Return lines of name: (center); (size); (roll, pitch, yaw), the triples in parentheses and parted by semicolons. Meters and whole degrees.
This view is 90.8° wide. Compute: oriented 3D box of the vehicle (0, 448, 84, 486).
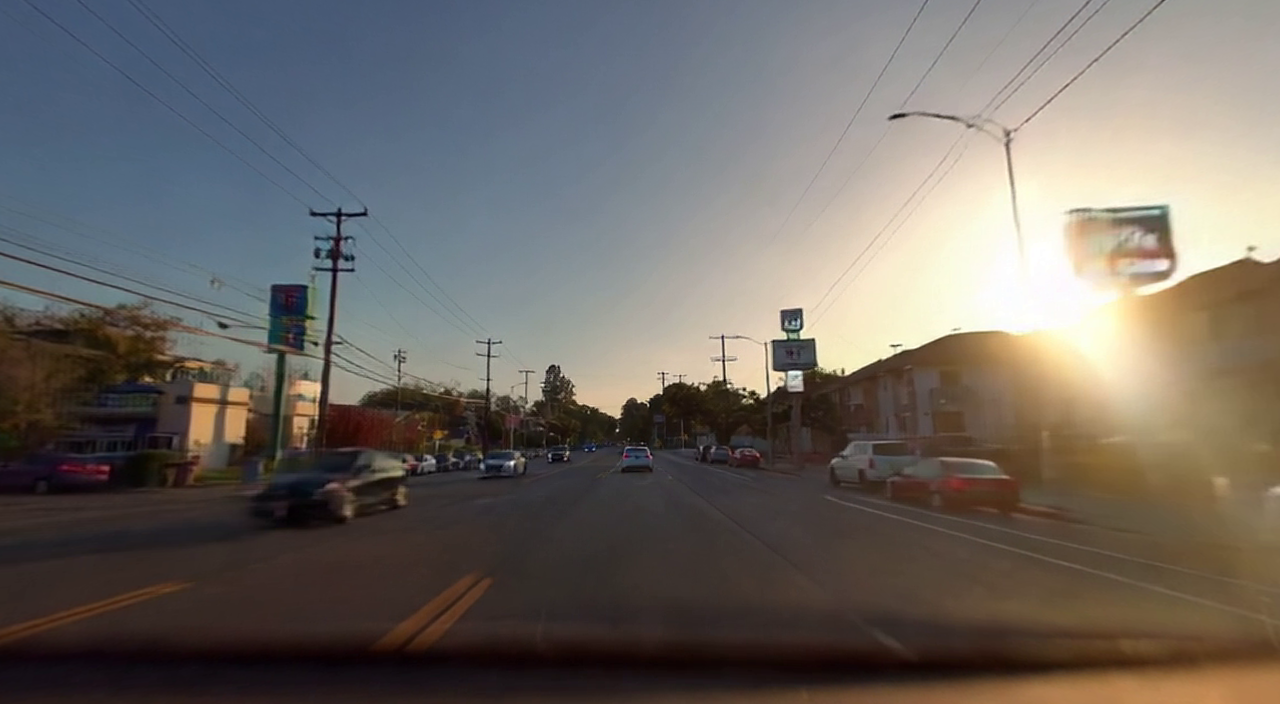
vehicle: (-30.683, 5.795, 32.118); (4.448, 1.788, 2.003); (-5, -9, 27)

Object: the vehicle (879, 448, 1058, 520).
vehicle: (7.806, 3.129, 15.656); (1.833, 1.475, 4.648); (0, -8, -2)

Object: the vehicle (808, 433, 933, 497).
vehicle: (7.732, 3.833, 21.909); (2.188, 1.903, 5.324); (0, -8, -2)

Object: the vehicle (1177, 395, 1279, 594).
vehicle: (7.727, 1.188, 4.625); (2.370, 2.022, 5.918); (0, -8, 0)

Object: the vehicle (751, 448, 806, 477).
vehicle: (7.696, 6.166, 35.617); (1.936, 1.479, 4.736); (0, -8, -1)

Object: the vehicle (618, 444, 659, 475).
vehicle: (-0.121, 5.676, 33.719); (2.067, 1.547, 4.513); (0, -8, -1)

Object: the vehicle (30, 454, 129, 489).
vehicle: (-26.243, 5.544, 29.556); (4.391, 1.435, 2.011); (-5, -10, 29)

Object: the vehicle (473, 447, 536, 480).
vehicle: (-6.507, 5.391, 30.924); (2.018, 1.466, 4.631); (0, -8, 1)

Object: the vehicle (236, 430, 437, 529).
vehicle: (-6.029, 2.557, 13.269); (2.096, 1.702, 4.244); (0, -8, 0)
